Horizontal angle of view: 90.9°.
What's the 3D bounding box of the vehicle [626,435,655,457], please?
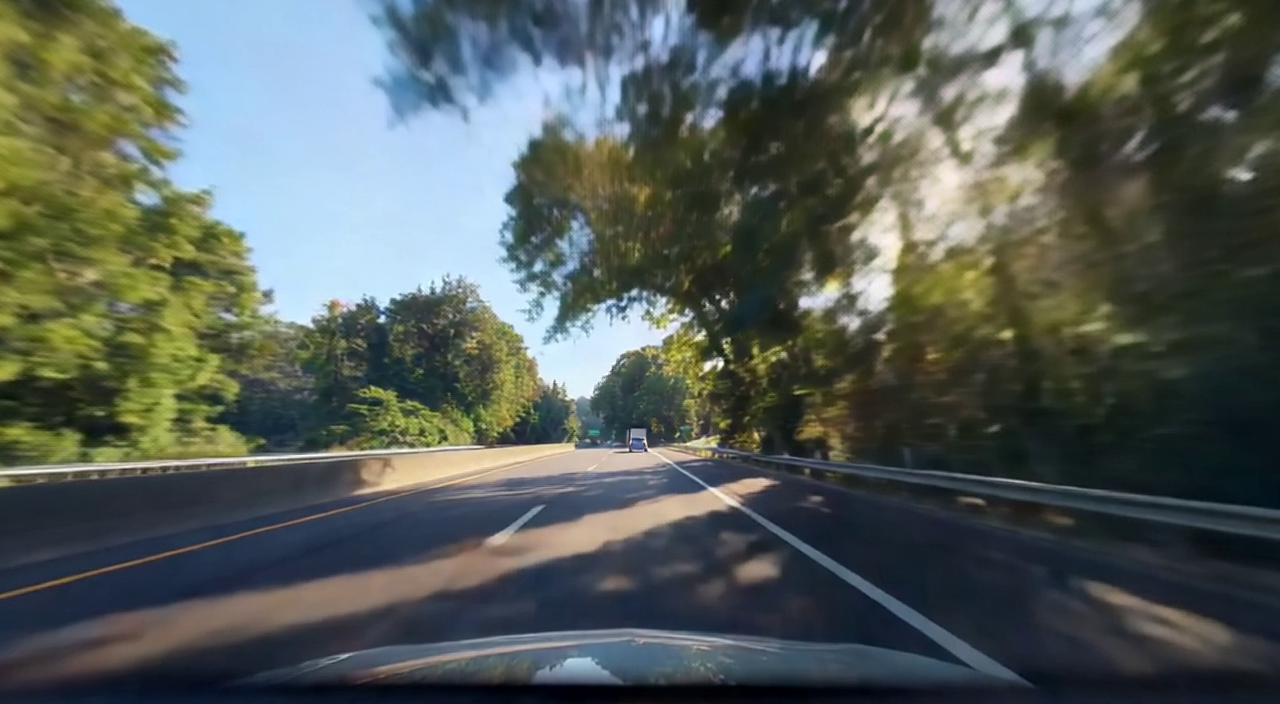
[{"bbox_3d":[-0.014,7.336,49.386,2.094,1.653,4.283,0,-8,-2],"label":"vehicle"}]
